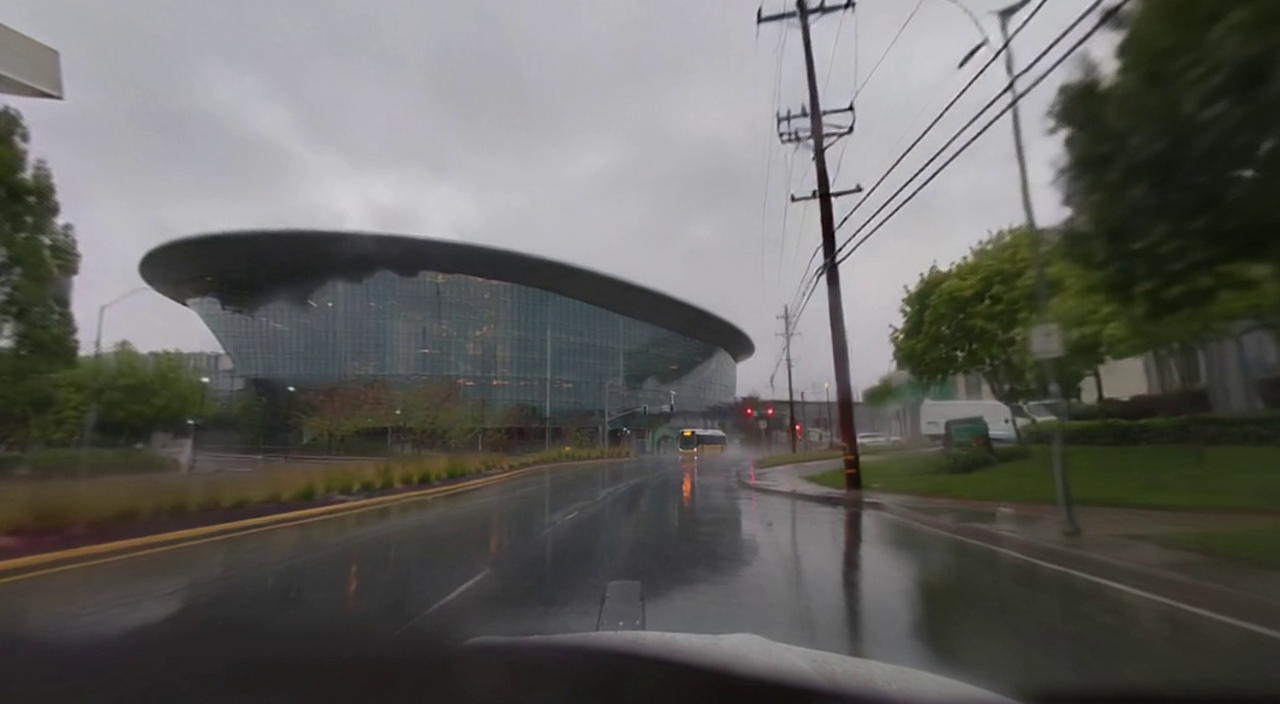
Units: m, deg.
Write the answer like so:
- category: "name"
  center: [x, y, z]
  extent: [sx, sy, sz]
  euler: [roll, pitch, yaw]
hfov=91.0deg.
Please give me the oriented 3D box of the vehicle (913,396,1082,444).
- category: "vehicle"
  center: [15.024, 2.923, 26.865]
  extent: [5.745, 1.902, 2.244]
  euler: [-1, -9, 10]
